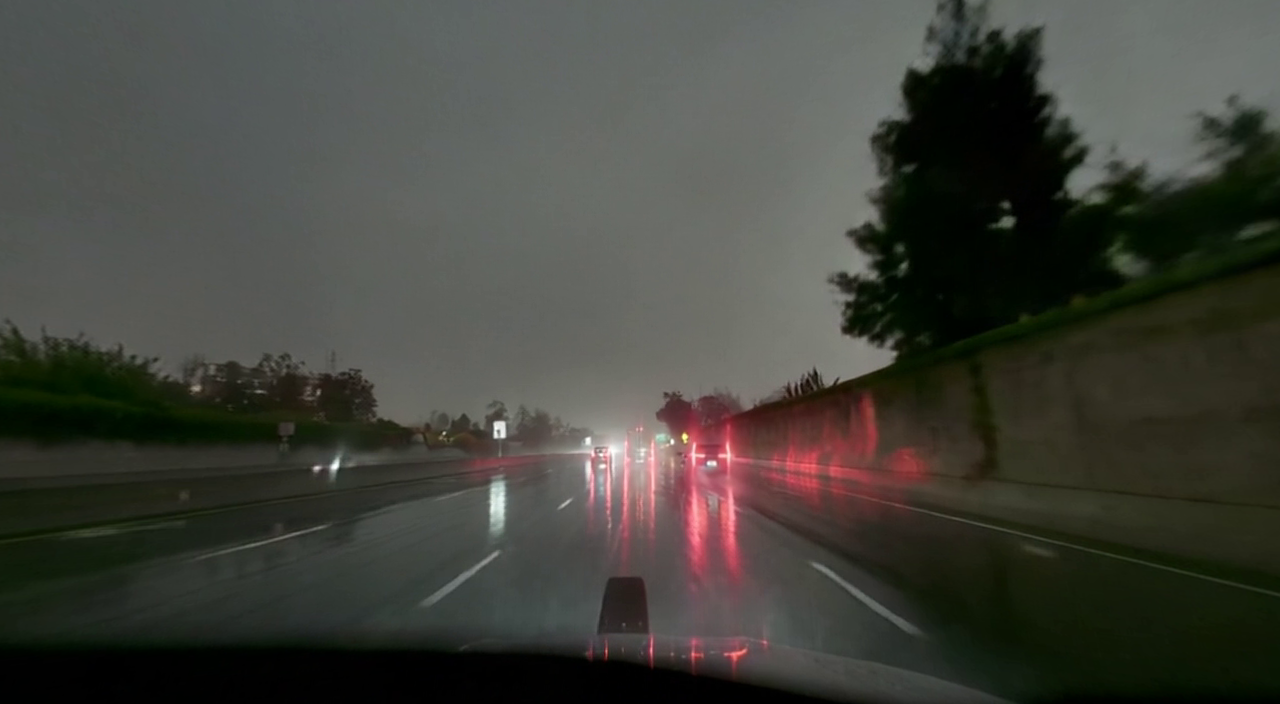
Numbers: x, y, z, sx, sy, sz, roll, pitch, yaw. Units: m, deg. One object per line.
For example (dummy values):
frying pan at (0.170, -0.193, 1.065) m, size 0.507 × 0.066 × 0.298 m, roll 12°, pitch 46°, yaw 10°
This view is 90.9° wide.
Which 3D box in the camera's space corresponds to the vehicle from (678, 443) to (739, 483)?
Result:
vehicle at (2.808, 4.678, 26.700) m, size 1.973 × 1.536 × 4.337 m, roll 0°, pitch -9°, yaw -2°
